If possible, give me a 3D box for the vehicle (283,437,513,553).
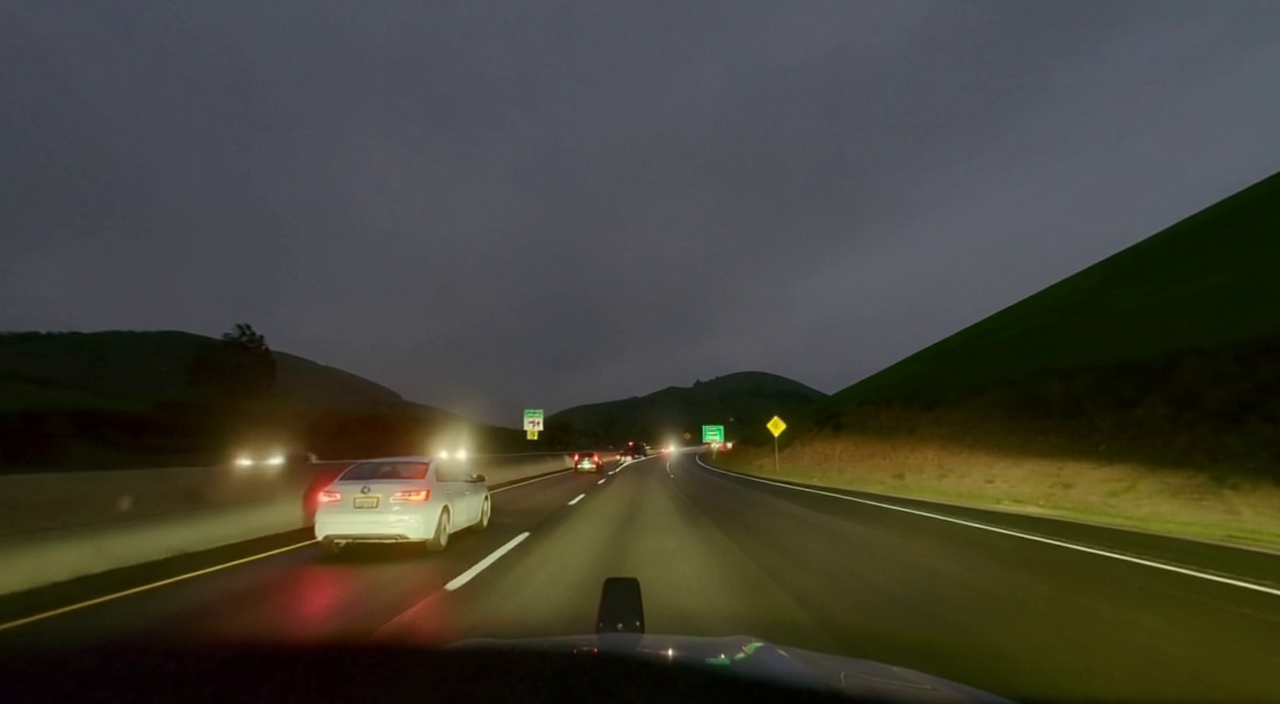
[{"bbox_3d":[-3.542,2.174,10.335,1.988,1.440,4.504,0,-9,0],"label":"vehicle"}]

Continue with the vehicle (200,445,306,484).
[{"bbox_3d":[-15.949,4.644,26.284,1.863,1.443,4.026,0,-9,0],"label":"vehicle"}]

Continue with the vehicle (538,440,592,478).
[{"bbox_3d":[-3.607,5.243,31.118,2.073,1.694,4.162,-1,-9,1],"label":"vehicle"}]
